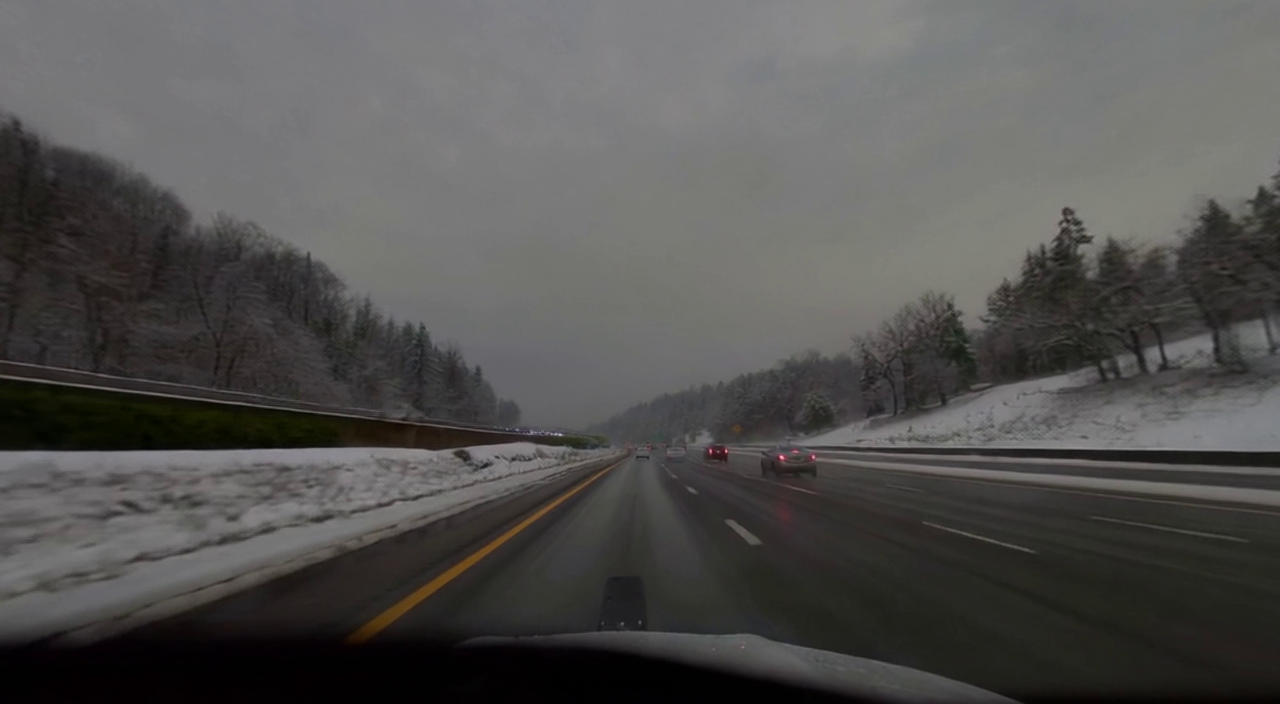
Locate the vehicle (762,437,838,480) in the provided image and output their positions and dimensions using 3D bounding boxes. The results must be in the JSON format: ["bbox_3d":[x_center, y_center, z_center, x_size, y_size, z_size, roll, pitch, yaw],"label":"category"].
[{"bbox_3d":[6.948,4.666,27.806,2.048,1.697,4.689,0,-8,-1],"label":"vehicle"}]
